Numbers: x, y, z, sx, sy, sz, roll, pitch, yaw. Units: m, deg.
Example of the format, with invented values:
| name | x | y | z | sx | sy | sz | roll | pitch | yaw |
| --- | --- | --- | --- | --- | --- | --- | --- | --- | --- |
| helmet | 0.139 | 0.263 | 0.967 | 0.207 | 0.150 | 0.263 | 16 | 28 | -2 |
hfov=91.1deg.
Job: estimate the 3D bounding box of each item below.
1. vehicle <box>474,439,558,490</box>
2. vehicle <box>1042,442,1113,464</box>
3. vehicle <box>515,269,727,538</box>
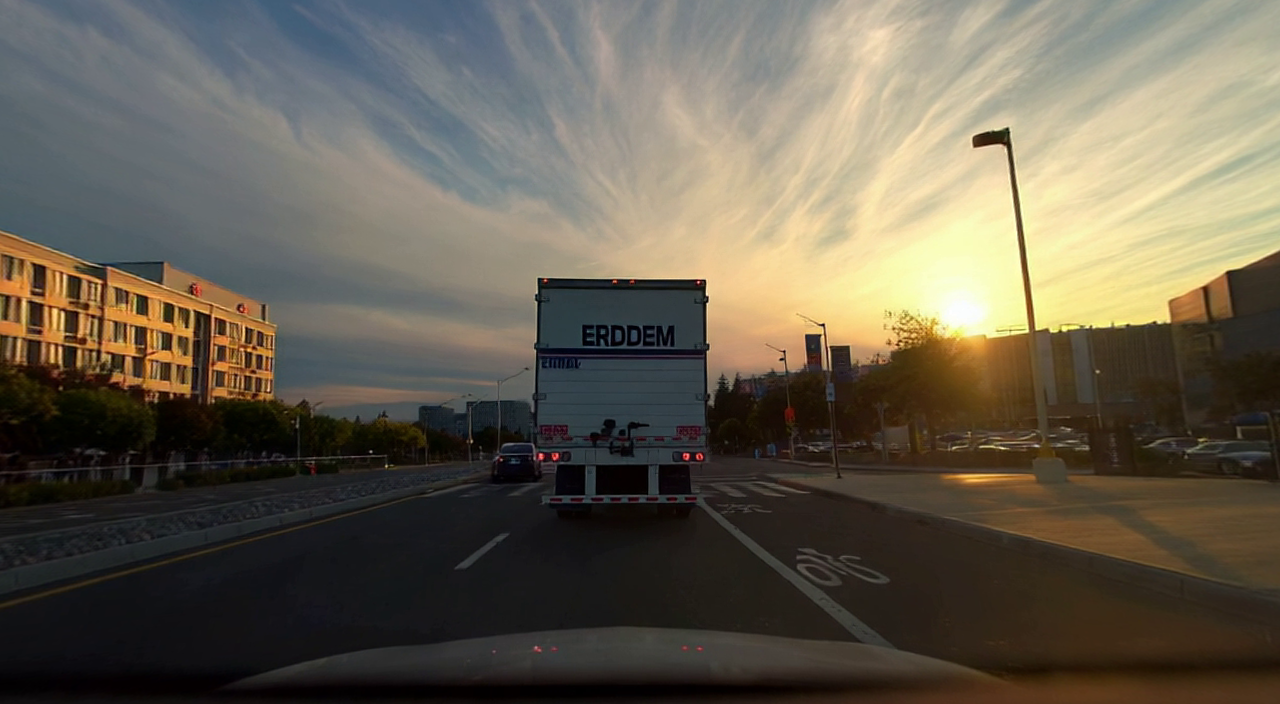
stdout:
| name | x | y | z | sx | sy | sz | roll | pitch | yaw |
| --- | --- | --- | --- | --- | --- | --- | --- | --- | --- |
| vehicle | -3.925 | 3.607 | 20.544 | 1.957 | 1.462 | 3.878 | 0 | -8 | 0 |
| vehicle | 31.373 | 7.215 | 45.157 | 1.652 | 1.423 | 3.797 | 5 | -9 | -35 |
| vehicle | -0.197 | 1.295 | 13.407 | 2.876 | 3.724 | 9.351 | 0 | -8 | 1 |
